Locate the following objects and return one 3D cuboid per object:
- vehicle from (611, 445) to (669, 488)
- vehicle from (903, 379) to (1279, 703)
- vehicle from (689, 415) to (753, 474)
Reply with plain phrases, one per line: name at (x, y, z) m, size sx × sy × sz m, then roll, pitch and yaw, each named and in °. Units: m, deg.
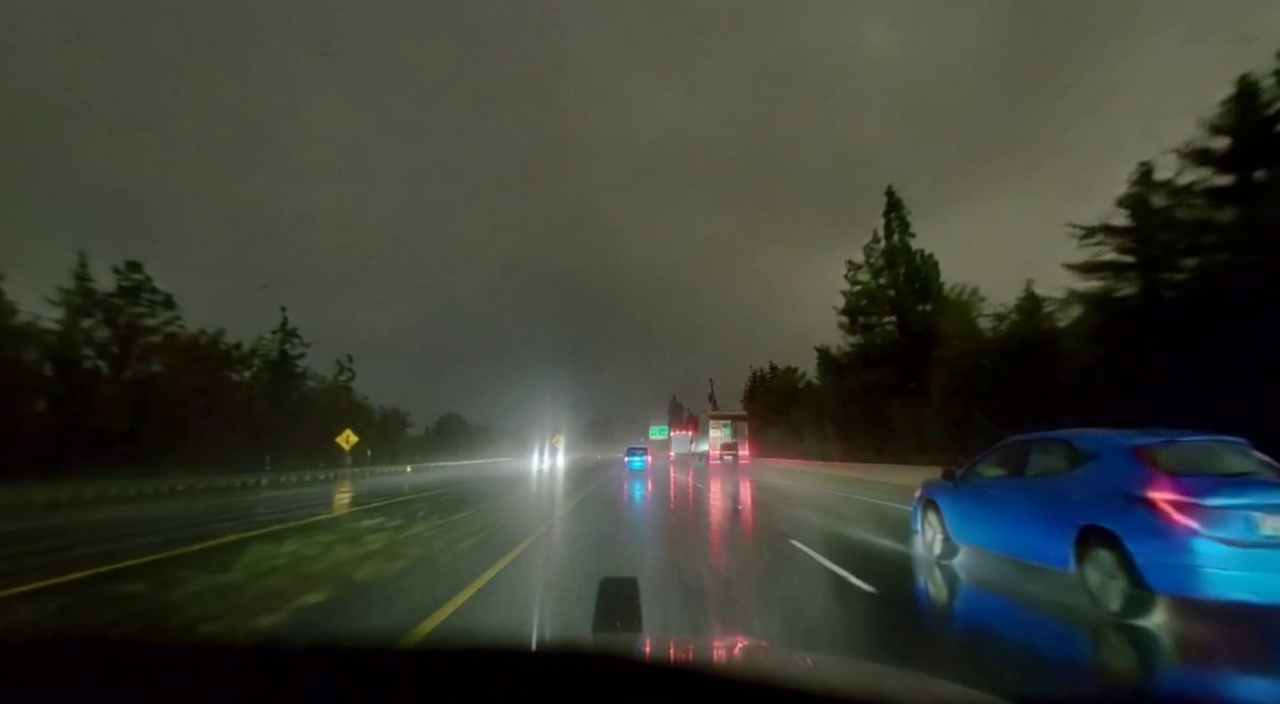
vehicle at (-0.022, 4.418, 24.485) m, size 2.066 × 1.490 × 3.759 m, roll 0°, pitch -9°, yaw -1°
vehicle at (3.868, 1.184, 4.697) m, size 1.953 × 1.540 × 4.101 m, roll 0°, pitch -9°, yaw -1°
vehicle at (4.657, 5.575, 37.641) m, size 2.791 × 3.201 × 7.145 m, roll -1°, pitch -9°, yaw 0°
